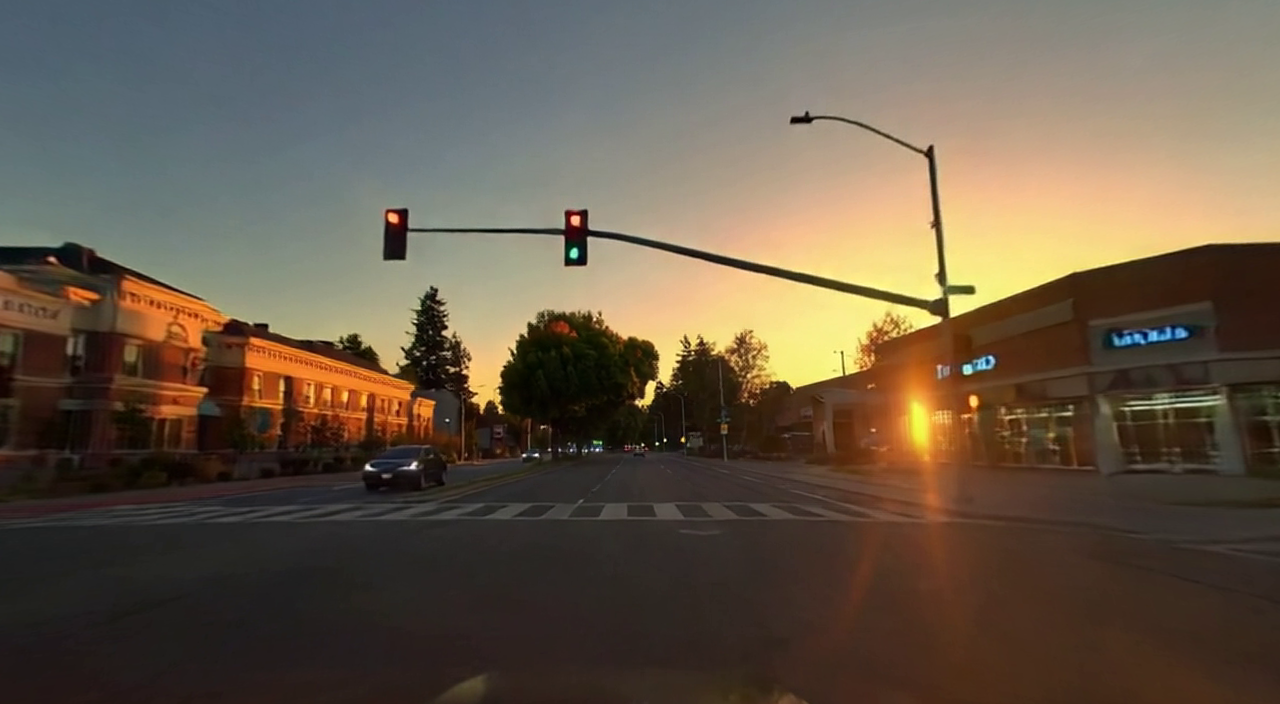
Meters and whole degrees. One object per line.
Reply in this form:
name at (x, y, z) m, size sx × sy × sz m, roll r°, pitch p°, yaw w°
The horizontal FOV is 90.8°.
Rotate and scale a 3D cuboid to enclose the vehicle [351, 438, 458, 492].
vehicle at (-7.731, 3.807, 21.260) m, size 2.011 × 1.490 × 4.472 m, roll -3°, pitch -10°, yaw -2°
